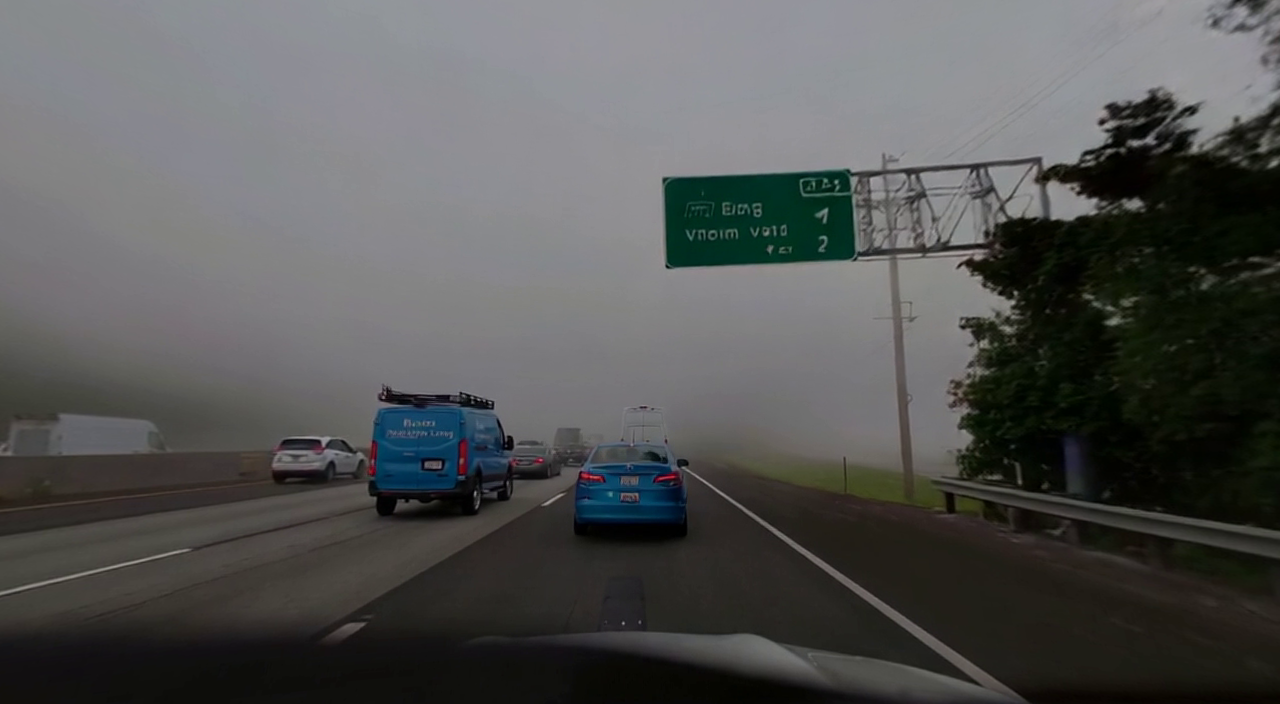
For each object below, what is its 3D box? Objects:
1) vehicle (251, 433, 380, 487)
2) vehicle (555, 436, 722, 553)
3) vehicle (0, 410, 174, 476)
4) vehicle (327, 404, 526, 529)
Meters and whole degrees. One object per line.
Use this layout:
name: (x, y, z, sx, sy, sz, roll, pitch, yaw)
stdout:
vehicle: (-11.415, 3.829, 22.582, 2.000, 1.695, 4.806, 0, -8, 1)
vehicle: (-0.023, 2.067, 9.863, 2.054, 1.421, 4.090, 0, -8, 0)
vehicle: (-37.389, 6.082, 41.973, 2.933, 3.731, 11.455, -1, -8, 4)
vehicle: (-3.784, 2.140, 12.220, 2.142, 1.952, 4.556, 0, -8, 1)
